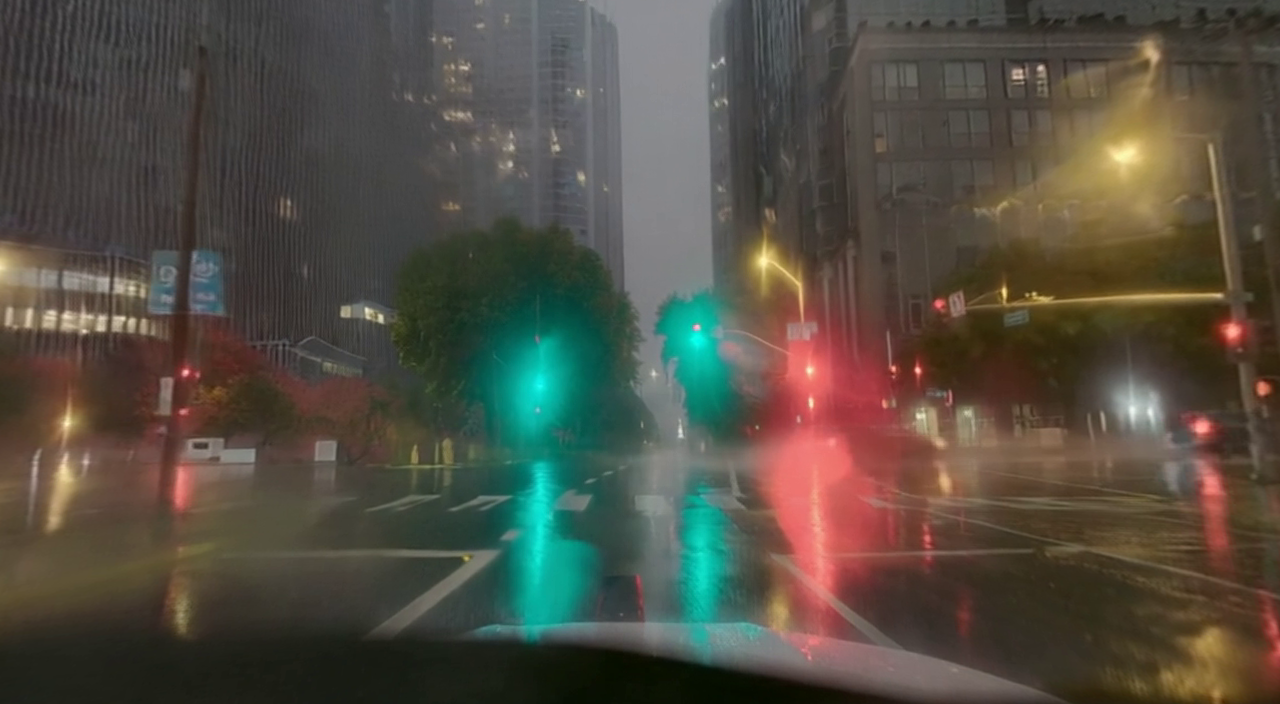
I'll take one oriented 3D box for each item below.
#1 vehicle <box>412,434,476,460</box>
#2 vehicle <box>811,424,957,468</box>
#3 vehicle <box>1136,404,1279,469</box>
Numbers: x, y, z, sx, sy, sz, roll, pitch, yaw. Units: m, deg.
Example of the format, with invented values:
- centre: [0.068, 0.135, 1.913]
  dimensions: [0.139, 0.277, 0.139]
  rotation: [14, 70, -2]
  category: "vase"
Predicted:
- centre: [-12.190, 5.966, 39.660]
  dimensions: [1.964, 1.476, 4.593]
  rotation: [-2, -9, 8]
  category: "vehicle"
- centre: [8.658, 3.358, 22.628]
  dimensions: [4.482, 1.492, 1.805]
  rotation: [1, -9, -6]
  category: "vehicle"
- centre: [19.914, 2.779, 20.717]
  dimensions: [5.659, 1.967, 2.149]
  rotation: [1, -9, -6]
  category: "vehicle"
